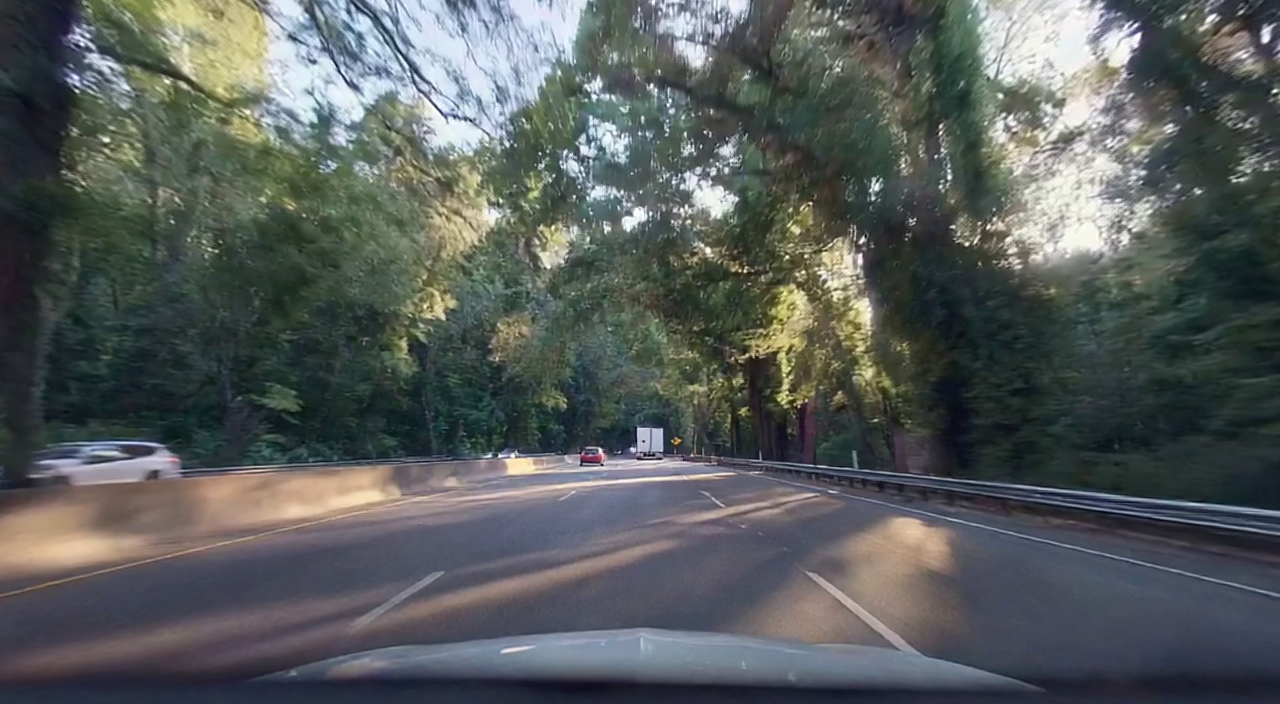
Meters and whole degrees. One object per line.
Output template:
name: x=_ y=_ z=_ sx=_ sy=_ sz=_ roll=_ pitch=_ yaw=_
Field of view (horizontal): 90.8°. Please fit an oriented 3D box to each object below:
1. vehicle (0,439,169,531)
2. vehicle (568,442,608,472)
vehicle: x=-12.701 y=2.675 z=13.074 sx=2.125 sy=1.643 sz=4.749 roll=0 pitch=-9 yaw=1
vehicle: x=-3.468 y=7.168 z=43.155 sx=2.173 sy=1.924 sz=5.030 roll=0 pitch=-9 yaw=1
